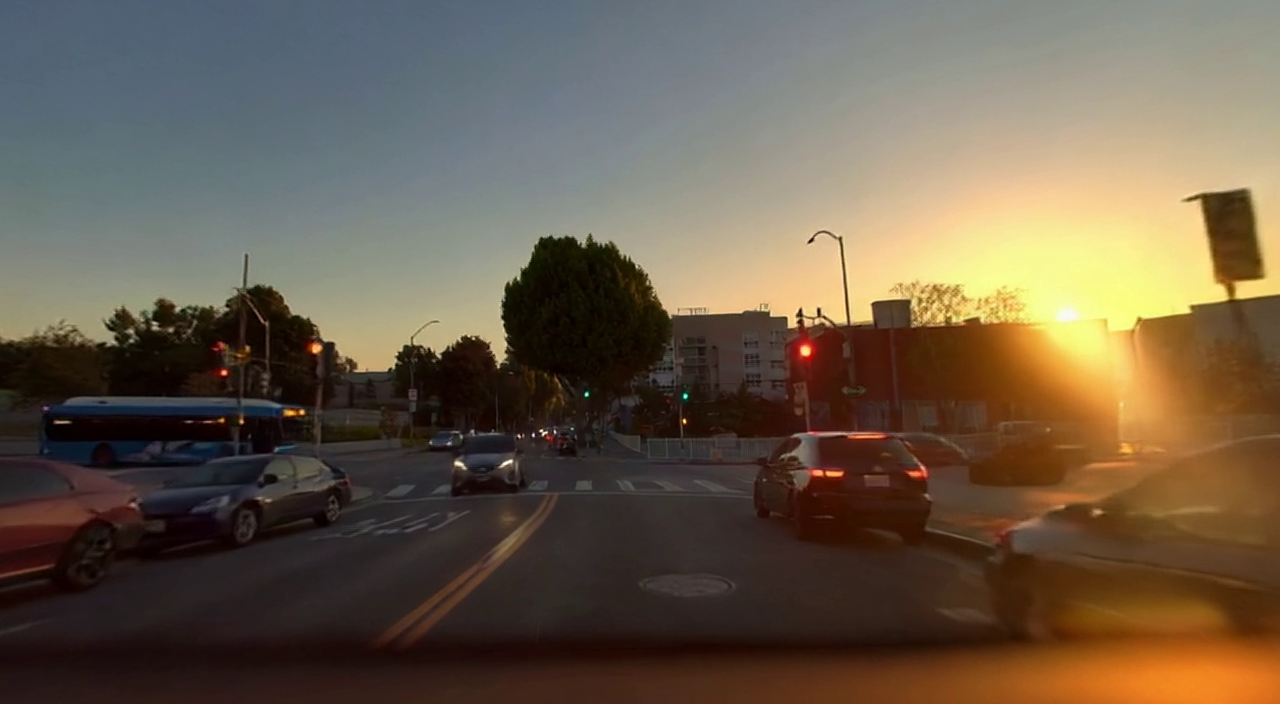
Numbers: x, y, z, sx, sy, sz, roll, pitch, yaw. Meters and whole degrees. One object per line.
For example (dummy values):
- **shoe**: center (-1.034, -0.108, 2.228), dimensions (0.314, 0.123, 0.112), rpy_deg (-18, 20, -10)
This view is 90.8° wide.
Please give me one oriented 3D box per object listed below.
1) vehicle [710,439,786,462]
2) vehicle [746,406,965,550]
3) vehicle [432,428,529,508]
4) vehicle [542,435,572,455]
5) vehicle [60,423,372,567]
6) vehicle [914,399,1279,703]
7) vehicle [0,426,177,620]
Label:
- **vehicle**: center (6.756, 6.224, 39.885), dimensions (4.451, 1.422, 1.744), rpy_deg (0, -9, -1)
- **vehicle**: center (3.328, 2.091, 11.016), dimensions (2.052, 1.929, 4.747), rpy_deg (0, -9, -1)
- **vehicle**: center (-4.483, 3.093, 17.211), dimensions (2.148, 1.818, 4.791), rpy_deg (3, -10, -18)
- **vehicle**: center (-6.364, 7.219, 48.976), dimensions (1.799, 1.468, 3.693), rpy_deg (-1, -9, 0)
- **vehicle**: center (-6.766, 2.315, 11.024), dimensions (2.132, 1.801, 4.885), rpy_deg (-3, -9, -1)
- **vehicle**: center (3.119, 0.919, 2.235), dimensions (2.032, 1.474, 4.795), rpy_deg (0, -9, -1)
- **vehicle**: center (-6.823, 1.596, 5.900), dimensions (1.893, 1.758, 4.019), rpy_deg (-1, -9, 0)
